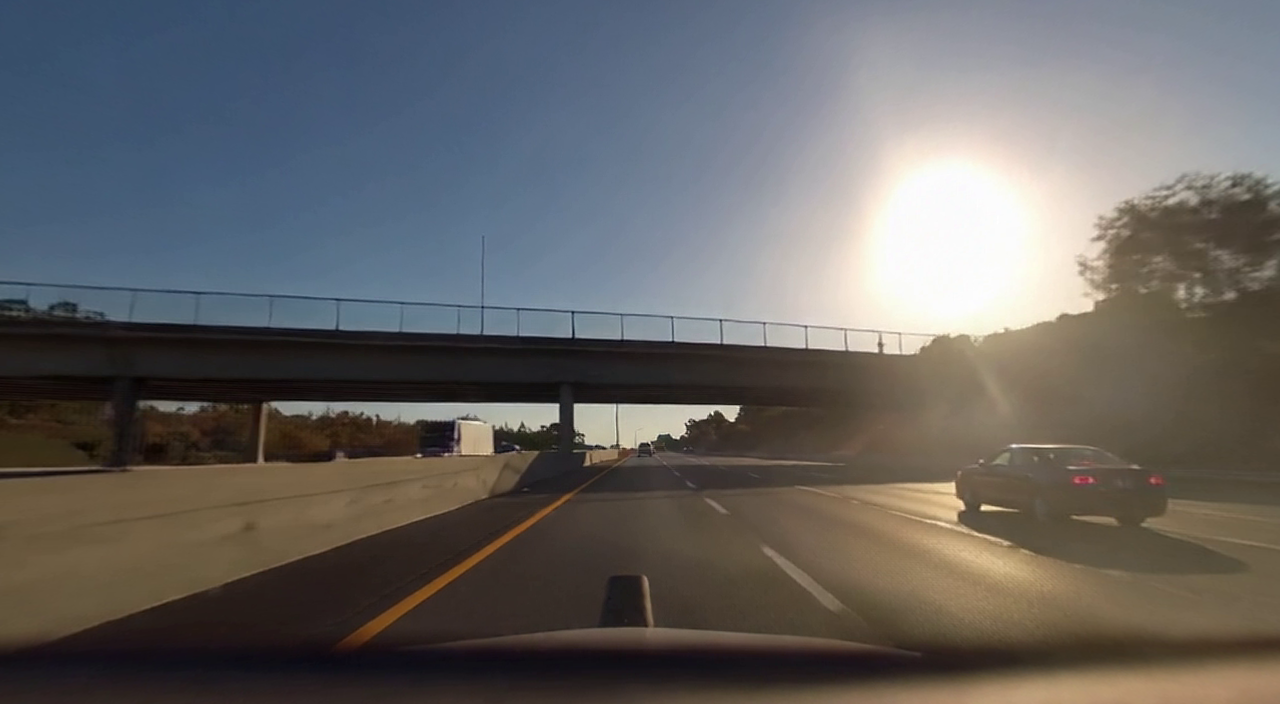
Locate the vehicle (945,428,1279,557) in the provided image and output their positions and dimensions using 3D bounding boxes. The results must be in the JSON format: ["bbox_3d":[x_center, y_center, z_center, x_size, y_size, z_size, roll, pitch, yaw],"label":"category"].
[{"bbox_3d":[7.168,2.047,10.085,2.093,1.525,4.865,0,-8,0],"label":"vehicle"}]

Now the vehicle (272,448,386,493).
[{"bbox_3d":[-11.517,4.394,23.764,1.959,1.480,4.361,-1,-8,2],"label":"vehicle"}]
